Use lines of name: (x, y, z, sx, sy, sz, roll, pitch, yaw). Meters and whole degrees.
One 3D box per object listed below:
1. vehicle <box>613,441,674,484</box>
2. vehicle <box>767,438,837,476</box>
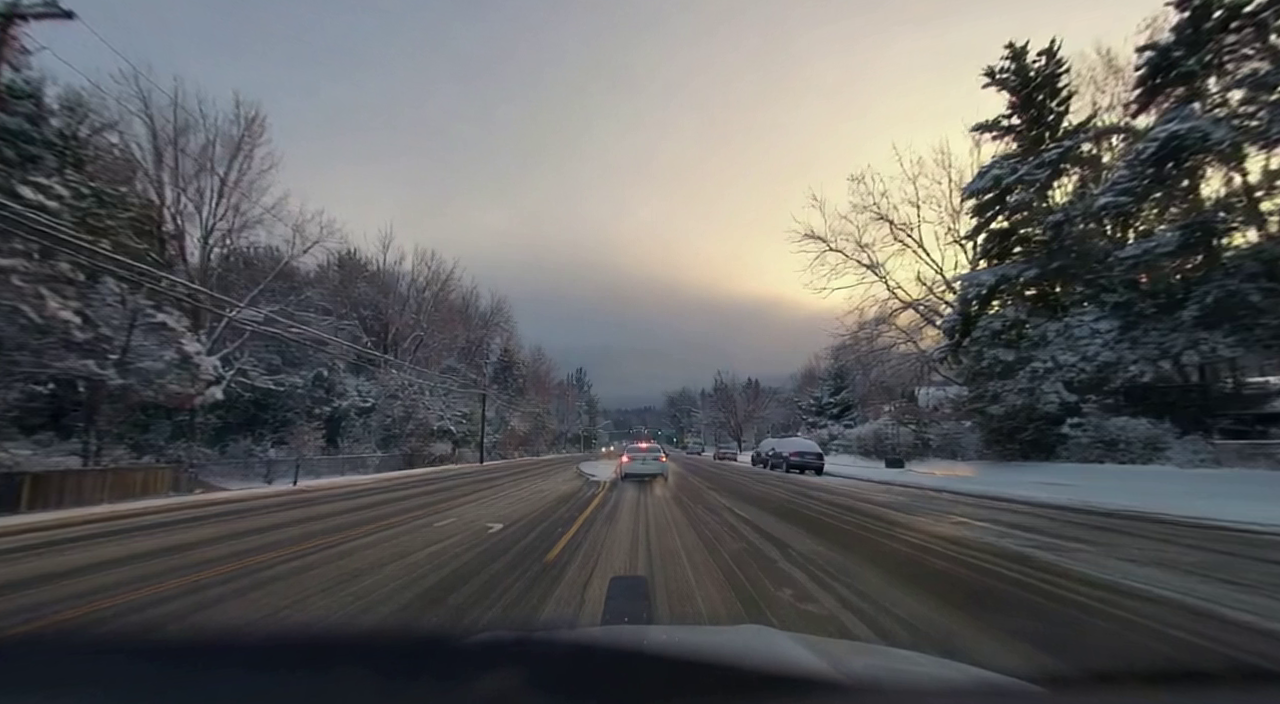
vehicle: (0.103, 4.134, 23.880, 2.099, 1.470, 4.302, 0, -8, 0)
vehicle: (8.273, 5.411, 32.772, 2.185, 1.818, 5.038, 0, -8, -2)
